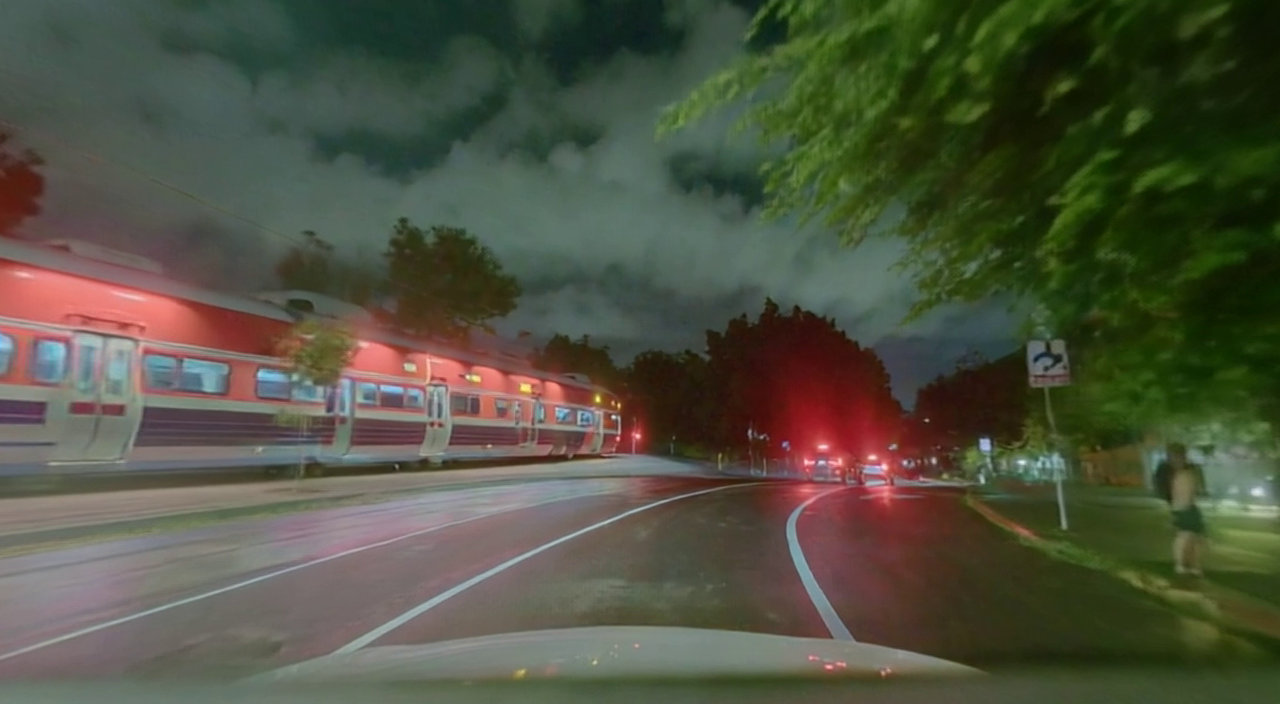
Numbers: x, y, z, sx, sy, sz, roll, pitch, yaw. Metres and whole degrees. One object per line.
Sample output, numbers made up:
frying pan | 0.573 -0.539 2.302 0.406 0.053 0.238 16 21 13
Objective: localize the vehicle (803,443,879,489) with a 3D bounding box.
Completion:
vehicle | 8.567 4.738 26.699 2.263 1.765 4.237 -5 -10 27

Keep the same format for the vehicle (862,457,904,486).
vehicle | 16.269 7.928 42.191 2.010 1.725 4.320 -5 -10 27

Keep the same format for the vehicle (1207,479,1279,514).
vehicle | 29.820 6.848 30.011 4.118 1.477 1.691 0 -8 -2
